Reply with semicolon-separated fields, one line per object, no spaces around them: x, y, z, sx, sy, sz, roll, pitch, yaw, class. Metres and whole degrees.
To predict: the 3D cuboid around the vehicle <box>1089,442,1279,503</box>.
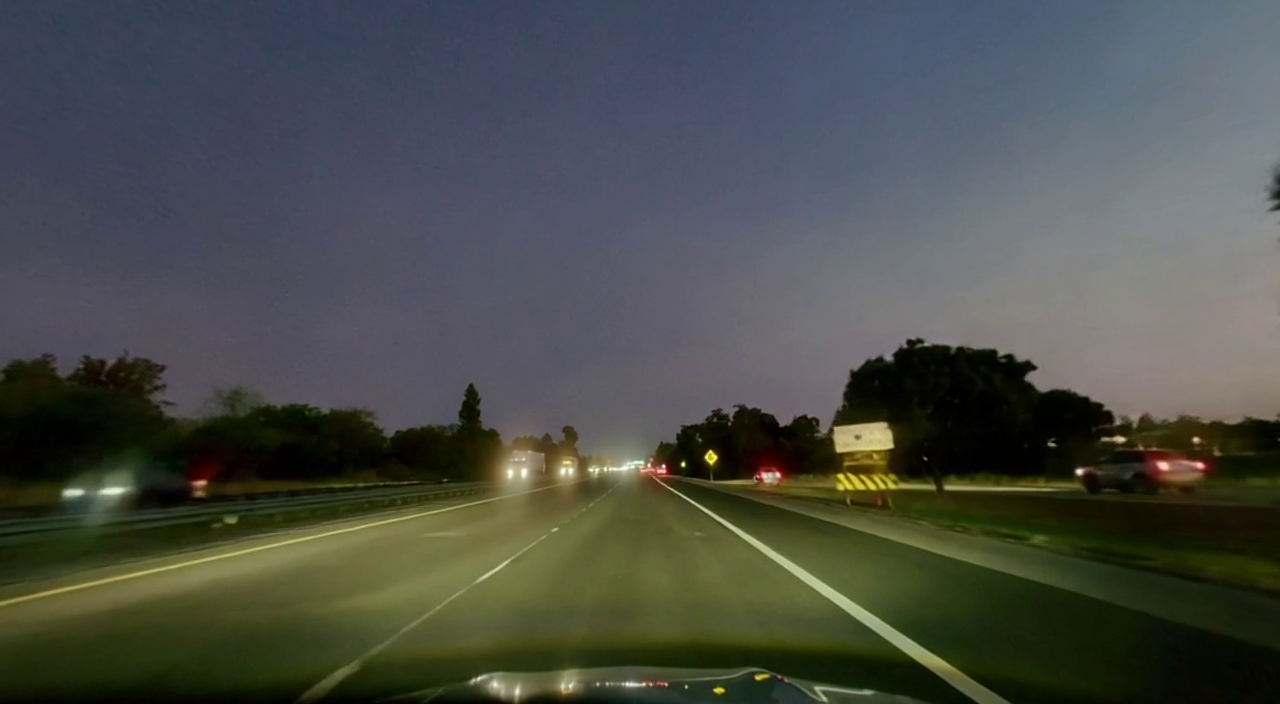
15.685;3.524;18.461;1.973;1.540;3.978;1;-11;-3;vehicle
